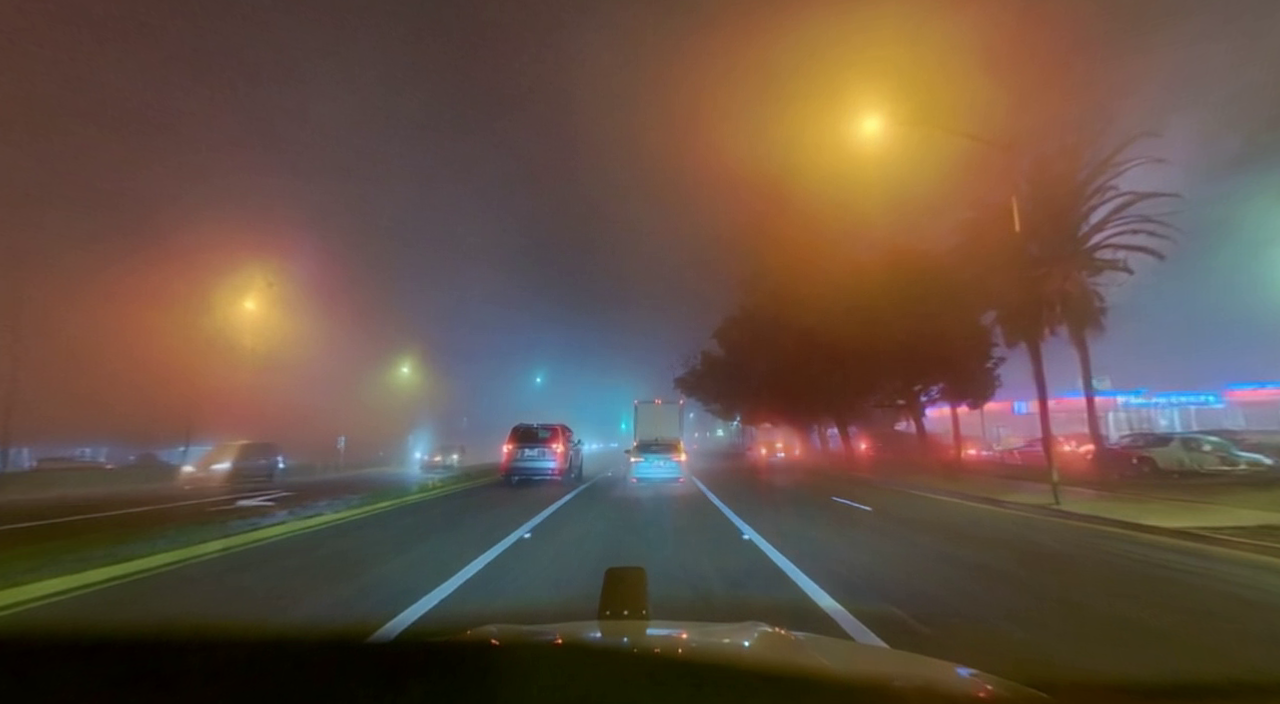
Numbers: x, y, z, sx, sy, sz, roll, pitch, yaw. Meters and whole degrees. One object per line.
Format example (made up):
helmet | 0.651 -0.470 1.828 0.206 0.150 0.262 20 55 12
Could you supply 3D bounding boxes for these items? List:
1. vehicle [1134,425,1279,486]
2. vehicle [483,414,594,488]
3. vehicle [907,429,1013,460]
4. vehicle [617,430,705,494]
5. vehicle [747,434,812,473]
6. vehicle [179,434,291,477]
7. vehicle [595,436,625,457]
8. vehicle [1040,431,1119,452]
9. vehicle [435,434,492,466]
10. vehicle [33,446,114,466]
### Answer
vehicle | 15.501 2.556 15.740 4.756 1.422 1.831 0 -8 0
vehicle | -2.843 2.967 19.105 2.289 1.935 5.227 0 -8 2
vehicle | 16.285 4.722 32.240 4.323 1.496 1.937 0 -8 0
vehicle | 0.518 2.893 16.906 2.061 1.494 4.079 0 -8 0
vehicle | 5.790 4.258 26.598 1.900 1.507 4.151 0 -8 2
vehicle | -18.703 4.797 29.418 2.141 1.820 4.690 0 -8 -1
vehicle | -2.173 7.009 46.744 1.902 1.522 3.523 -1 -8 3
vehicle | 31.651 6.503 45.591 1.903 1.447 4.820 1 -8 -6
vehicle | -8.943 5.010 32.247 1.795 1.508 4.057 0 -8 -1
vehicle | -42.909 7.856 47.782 4.307 1.468 1.814 0 -8 0
